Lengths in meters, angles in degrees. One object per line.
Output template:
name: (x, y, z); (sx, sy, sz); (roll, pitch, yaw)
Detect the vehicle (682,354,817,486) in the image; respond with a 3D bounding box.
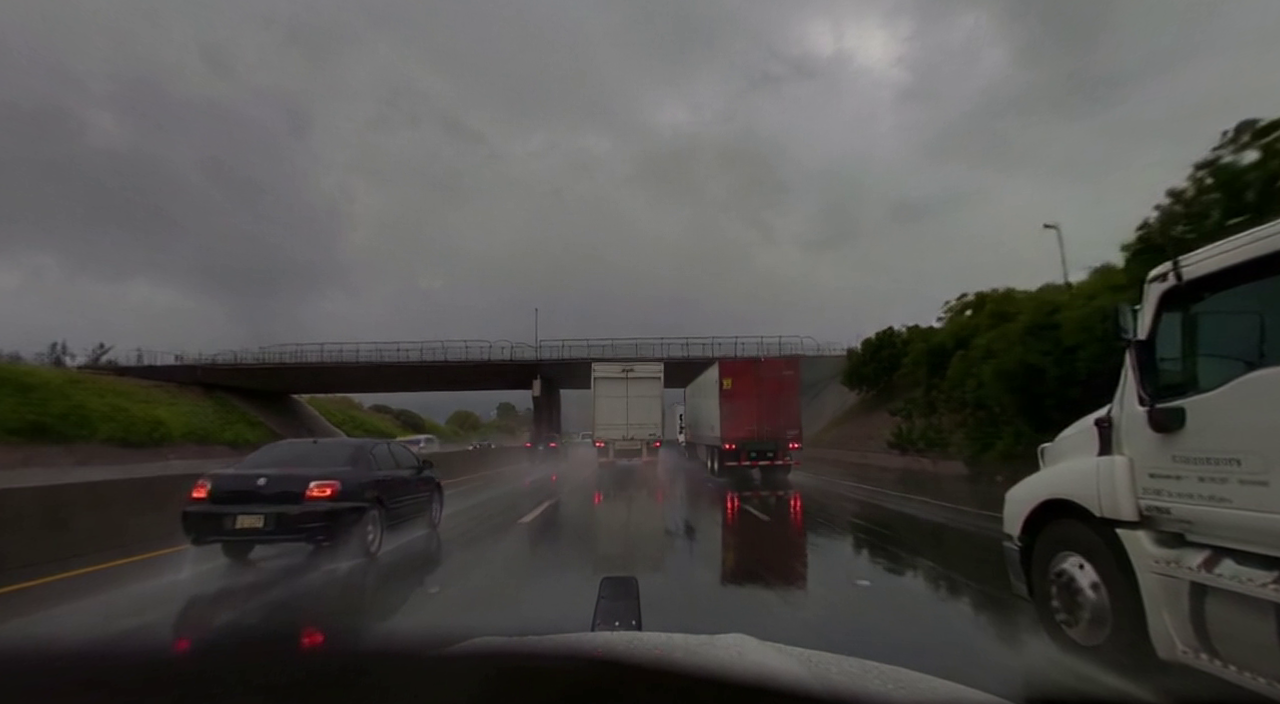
vehicle: (3.615, 2.757, 24.406); (2.817, 3.886, 11.491); (0, -8, -2)

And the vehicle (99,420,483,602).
vehicle: (-3.420, 1.611, 7.496); (1.894, 1.460, 4.662); (0, -8, 0)

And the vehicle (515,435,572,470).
vehicle: (-4.384, 4.615, 29.231); (2.049, 1.483, 3.786); (0, -8, -1)

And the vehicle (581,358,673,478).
vehicle: (-0.501, 2.938, 26.742); (3.090, 4.065, 10.702); (0, -8, -1)

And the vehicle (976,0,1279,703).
vehicle: (3.935, -0.483, 1.237); (3.074, 3.896, 5.910); (0, -8, -1)
